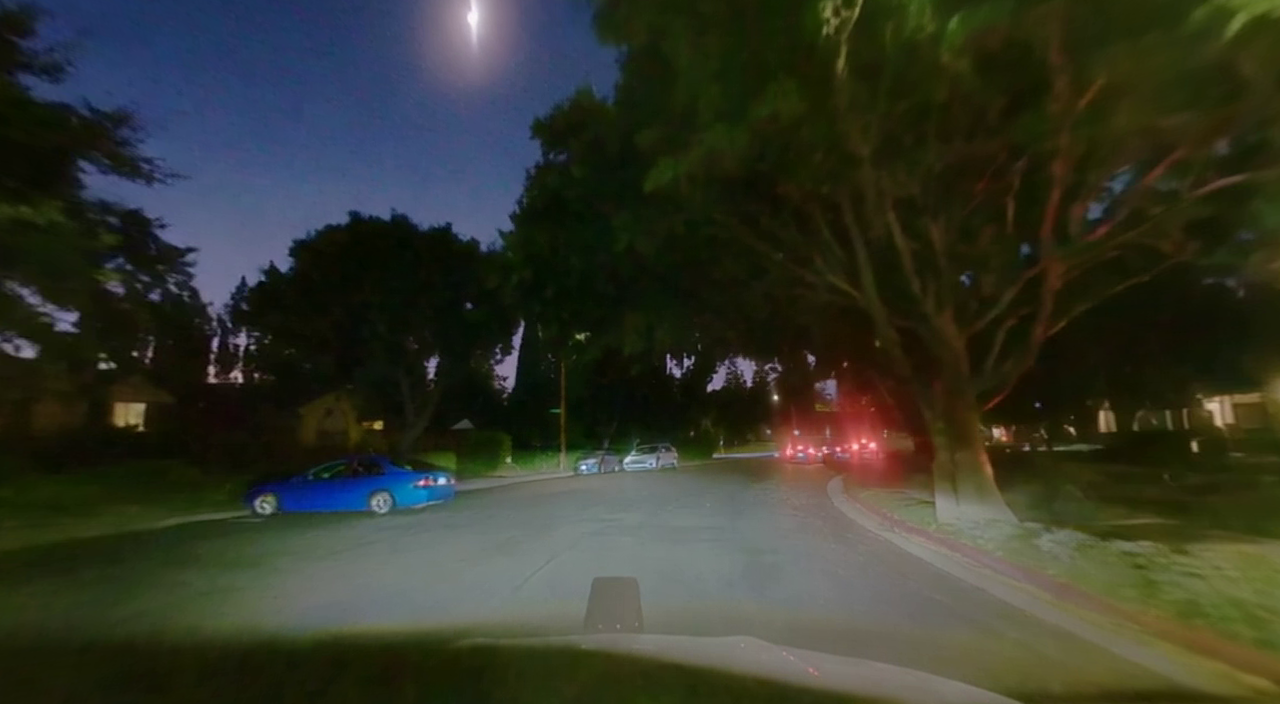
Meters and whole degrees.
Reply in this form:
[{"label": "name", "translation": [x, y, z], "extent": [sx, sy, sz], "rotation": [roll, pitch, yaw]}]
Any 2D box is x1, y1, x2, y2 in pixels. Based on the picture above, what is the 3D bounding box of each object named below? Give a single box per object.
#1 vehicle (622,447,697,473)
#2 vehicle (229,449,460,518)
[{"label": "vehicle", "translation": [1.346, 7.233, 42.551], "extent": [4.692, 1.660, 1.879], "rotation": [-3, -9, 18]}, {"label": "vehicle", "translation": [-6.964, 3.095, 15.162], "extent": [4.653, 1.480, 1.871], "rotation": [-1, -9, 7]}]
